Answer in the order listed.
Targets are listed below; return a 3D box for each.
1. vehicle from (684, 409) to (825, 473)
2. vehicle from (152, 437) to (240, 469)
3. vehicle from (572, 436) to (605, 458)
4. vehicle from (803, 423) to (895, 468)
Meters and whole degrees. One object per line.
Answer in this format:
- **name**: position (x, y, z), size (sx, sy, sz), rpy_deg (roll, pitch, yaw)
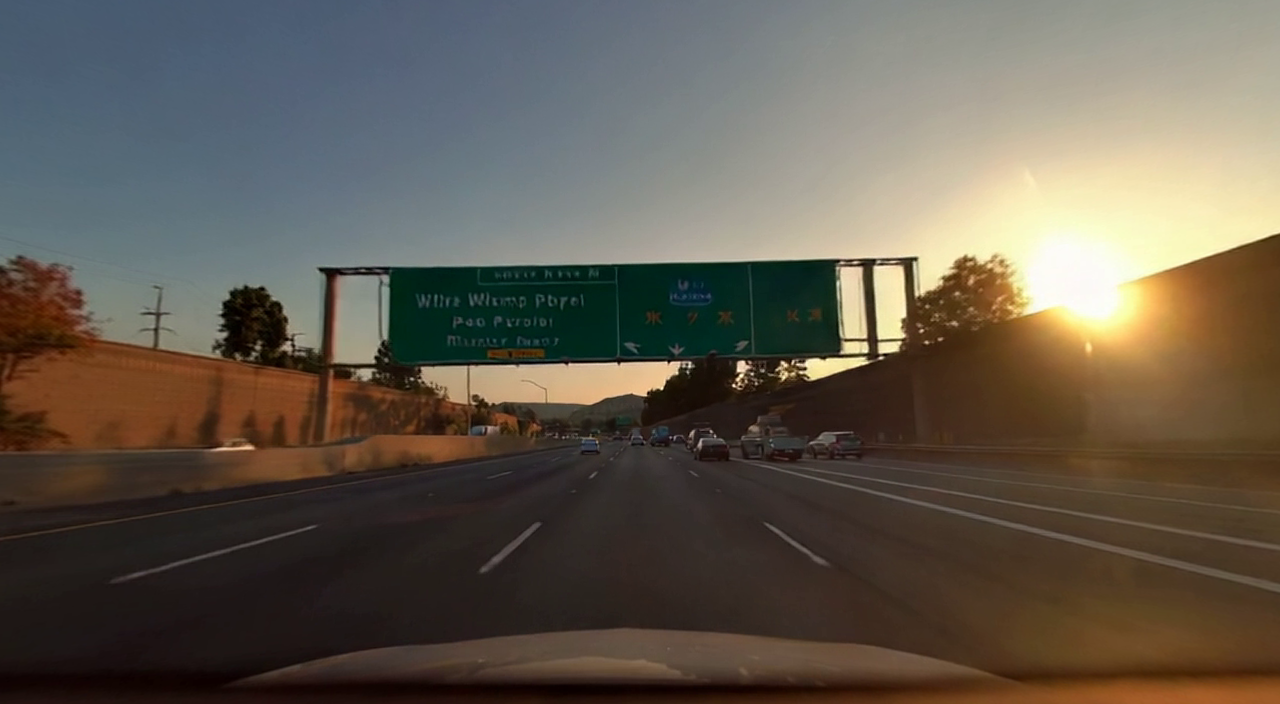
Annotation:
- **vehicle**: position (4.123, 3.860, 26.955), size (3.042, 2.004, 14.051), rpy_deg (0, -8, -2)
- **vehicle**: position (-21.172, 4.831, 30.183), size (1.642, 1.401, 3.479), rpy_deg (-1, -8, 1)
- **vehicle**: position (-3.748, 7.008, 46.497), size (2.066, 1.500, 4.415), rpy_deg (0, -8, 0)
- **vehicle**: position (9.451, 4.303, 29.008), size (2.184, 1.873, 5.466), rpy_deg (0, -8, -2)
